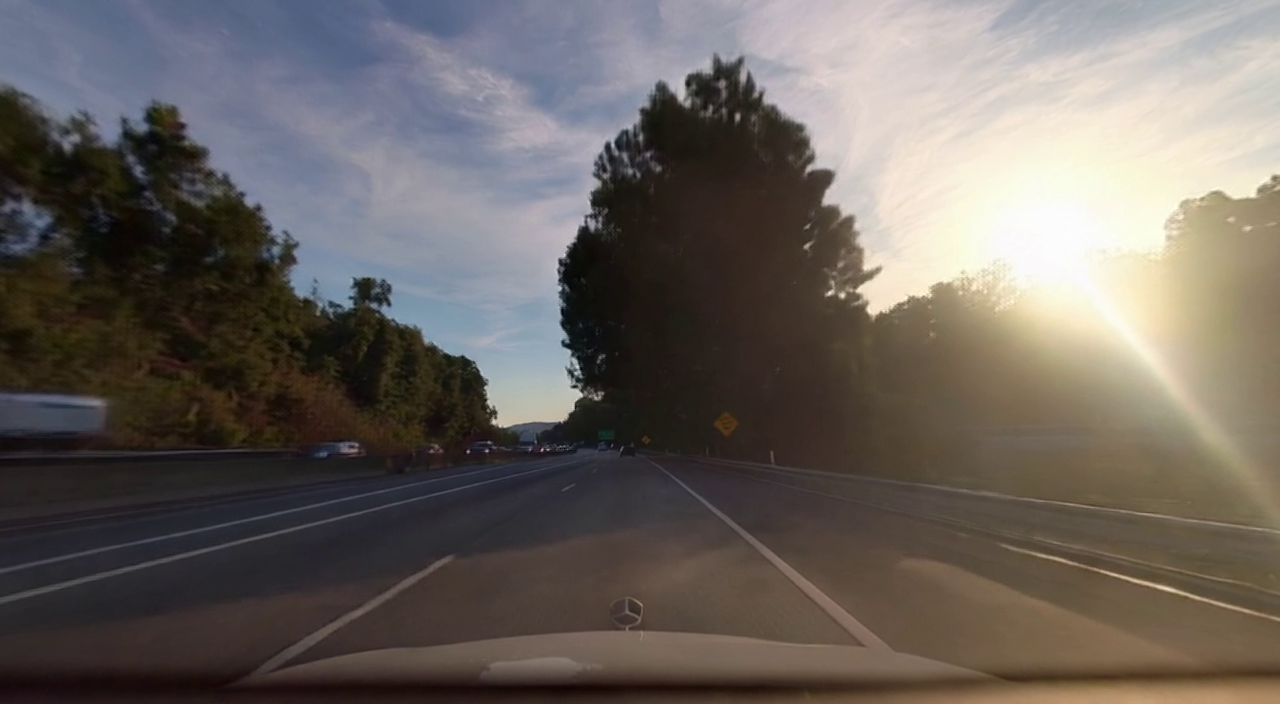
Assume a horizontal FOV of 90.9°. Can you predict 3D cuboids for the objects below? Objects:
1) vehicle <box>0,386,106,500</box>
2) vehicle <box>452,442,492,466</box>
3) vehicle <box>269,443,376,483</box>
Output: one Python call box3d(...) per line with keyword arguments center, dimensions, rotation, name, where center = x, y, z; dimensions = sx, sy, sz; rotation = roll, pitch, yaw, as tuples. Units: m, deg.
box3d(center=(-17.935, 2.456, 17.035), dimensions=(2.369, 2.953, 4.847), rotation=(-1, -9, 4), name="vehicle")
box3d(center=(-12.725, 7.750, 48.025), dimensions=(1.869, 1.684, 4.115), rotation=(0, -9, 0), name="vehicle")
box3d(center=(-13.117, 4.600, 26.467), dimensions=(2.027, 1.519, 4.733), rotation=(0, -9, 0), name="vehicle")
